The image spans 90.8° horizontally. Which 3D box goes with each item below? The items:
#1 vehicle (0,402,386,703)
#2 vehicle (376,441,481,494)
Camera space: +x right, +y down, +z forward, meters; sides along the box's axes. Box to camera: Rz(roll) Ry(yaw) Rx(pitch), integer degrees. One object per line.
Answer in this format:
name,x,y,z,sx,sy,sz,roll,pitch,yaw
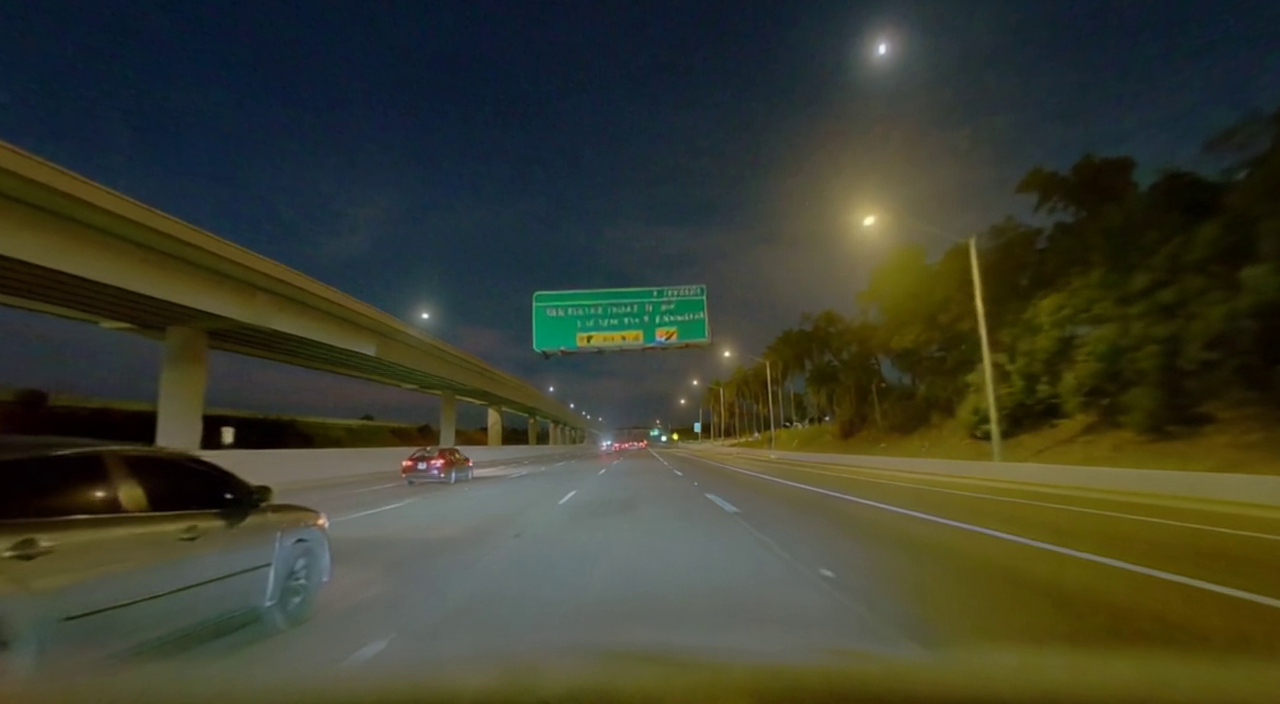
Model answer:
vehicle,-3.364,1.118,3.481,1.978,1.499,4.695,0,-9,0
vehicle,-6.672,3.659,20.457,1.914,1.503,4.268,0,-9,0
